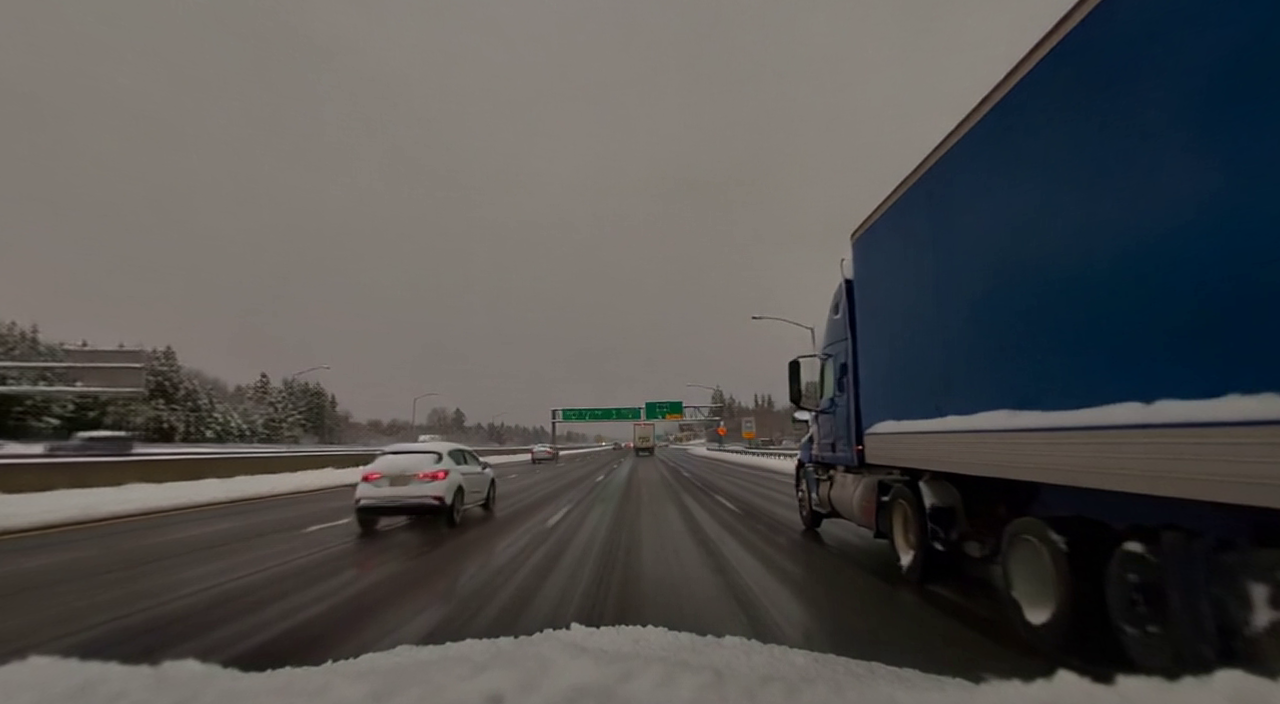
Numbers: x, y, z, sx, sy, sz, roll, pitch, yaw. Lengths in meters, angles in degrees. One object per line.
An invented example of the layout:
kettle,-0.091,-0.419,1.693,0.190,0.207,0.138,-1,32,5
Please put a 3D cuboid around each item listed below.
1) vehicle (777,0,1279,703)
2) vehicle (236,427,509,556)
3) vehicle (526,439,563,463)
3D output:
vehicle,3.751,0.381,4.721,3.049,3.395,10.595,0,-8,0
vehicle,-3.731,2.046,10.052,2.143,1.529,4.918,0,-8,1
vehicle,-6.978,7.341,46.523,1.980,1.666,4.562,0,-8,1
